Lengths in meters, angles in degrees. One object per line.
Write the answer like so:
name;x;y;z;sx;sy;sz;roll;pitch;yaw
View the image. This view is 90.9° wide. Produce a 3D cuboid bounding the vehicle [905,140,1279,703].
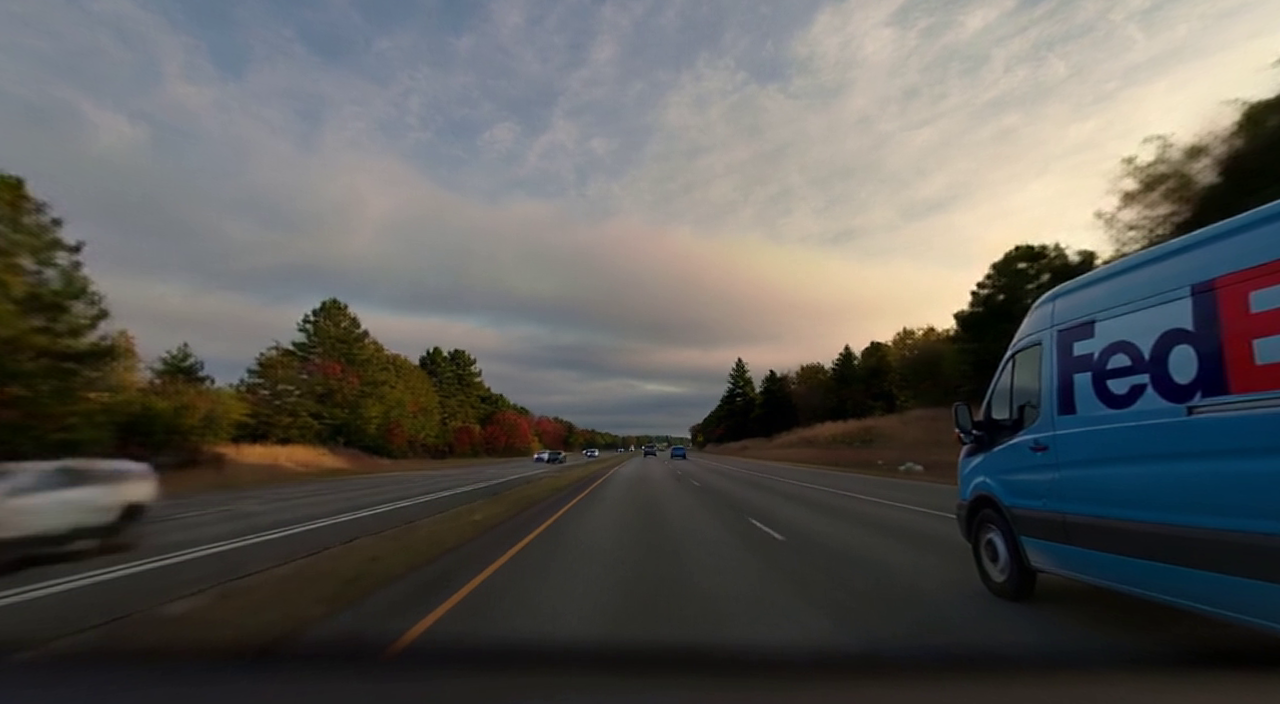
vehicle;3.906;0.478;3.033;2.522;2.556;6.180;0;-9;0
